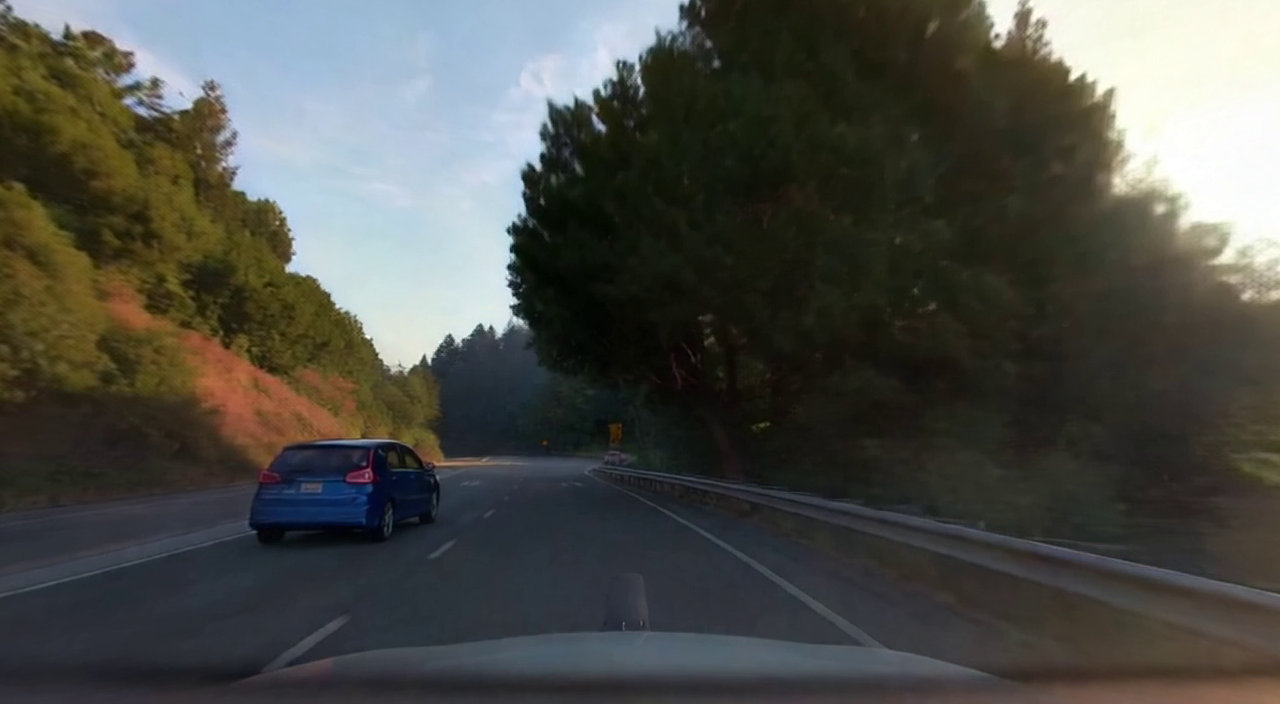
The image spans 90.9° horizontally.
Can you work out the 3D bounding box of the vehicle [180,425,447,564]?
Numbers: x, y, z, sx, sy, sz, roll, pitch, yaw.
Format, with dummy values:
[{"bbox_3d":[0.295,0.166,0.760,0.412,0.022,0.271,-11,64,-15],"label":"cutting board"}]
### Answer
[{"bbox_3d":[-4.477,2.006,9.523,2.078,1.607,3.959,0,-9,-4],"label":"vehicle"}]
